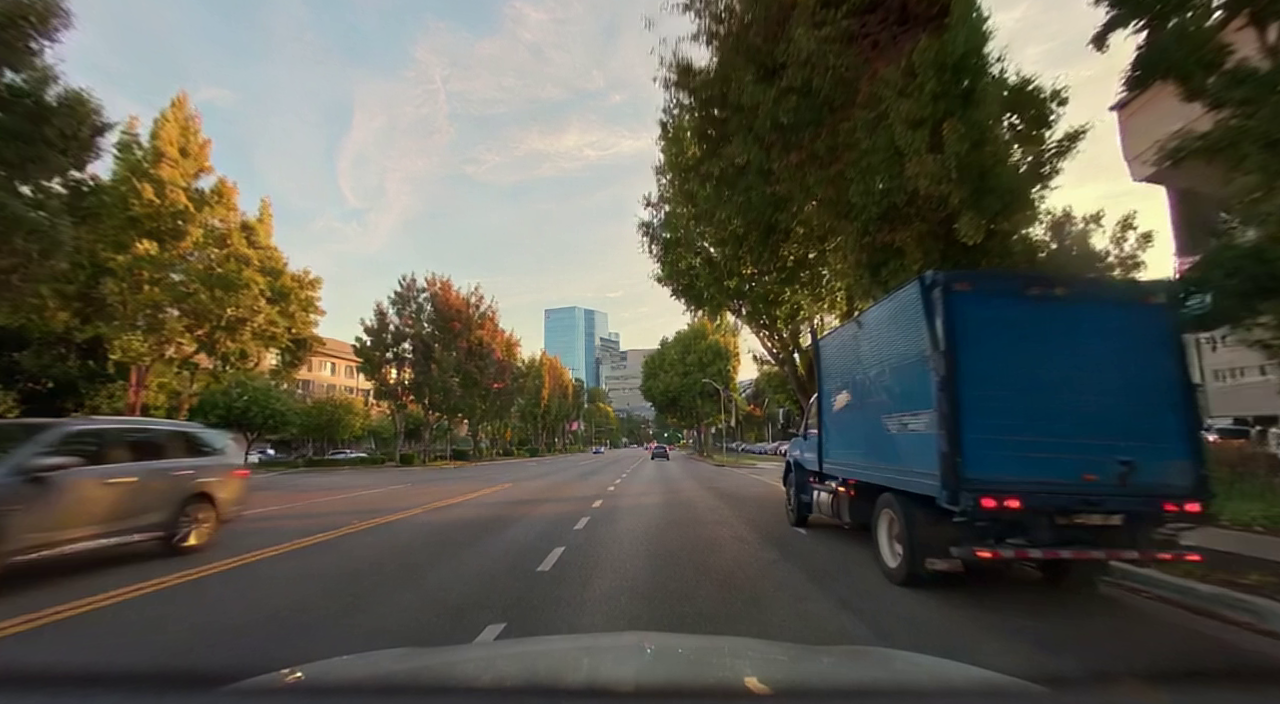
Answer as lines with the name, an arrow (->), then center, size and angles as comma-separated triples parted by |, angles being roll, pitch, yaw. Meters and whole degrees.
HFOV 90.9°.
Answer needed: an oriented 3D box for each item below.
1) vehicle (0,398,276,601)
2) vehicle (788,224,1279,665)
vehicle -> -6.476, 1.481, 6.839 | 2.081, 1.711, 4.820 | 0, -9, 1
vehicle -> 3.844, 1.049, 7.407 | 2.698, 2.863, 6.317 | 4, -9, 1
